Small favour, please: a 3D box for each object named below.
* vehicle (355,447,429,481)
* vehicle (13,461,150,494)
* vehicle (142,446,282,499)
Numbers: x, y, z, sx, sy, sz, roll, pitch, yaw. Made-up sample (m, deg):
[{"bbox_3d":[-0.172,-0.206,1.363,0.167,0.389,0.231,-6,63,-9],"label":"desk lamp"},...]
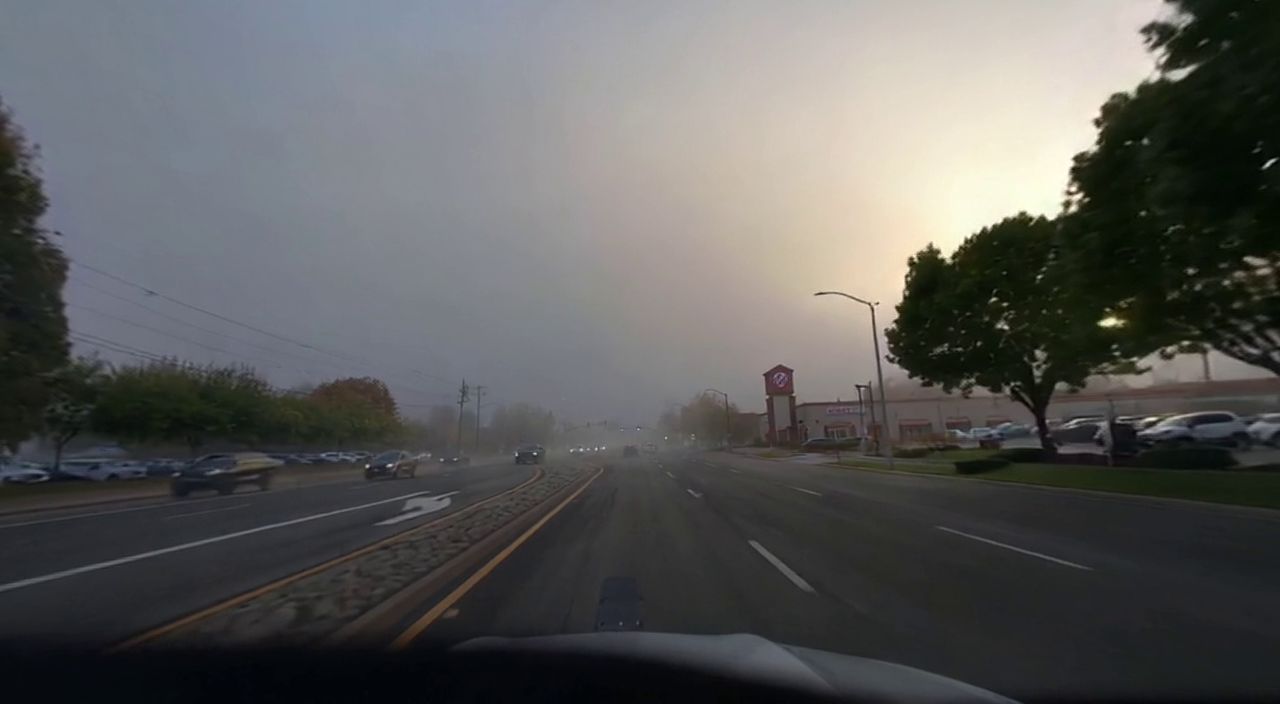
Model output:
[{"bbox_3d":[-11.931,5.405,30.734,1.866,1.518,4.240,0,-9,0],"label":"vehicle"},{"bbox_3d":[-28.242,6.325,32.181,4.766,1.489,2.092,5,-10,-27],"label":"vehicle"},{"bbox_3d":[-15.525,4.359,23.291,2.060,1.748,4.384,0,-9,0],"label":"vehicle"}]
